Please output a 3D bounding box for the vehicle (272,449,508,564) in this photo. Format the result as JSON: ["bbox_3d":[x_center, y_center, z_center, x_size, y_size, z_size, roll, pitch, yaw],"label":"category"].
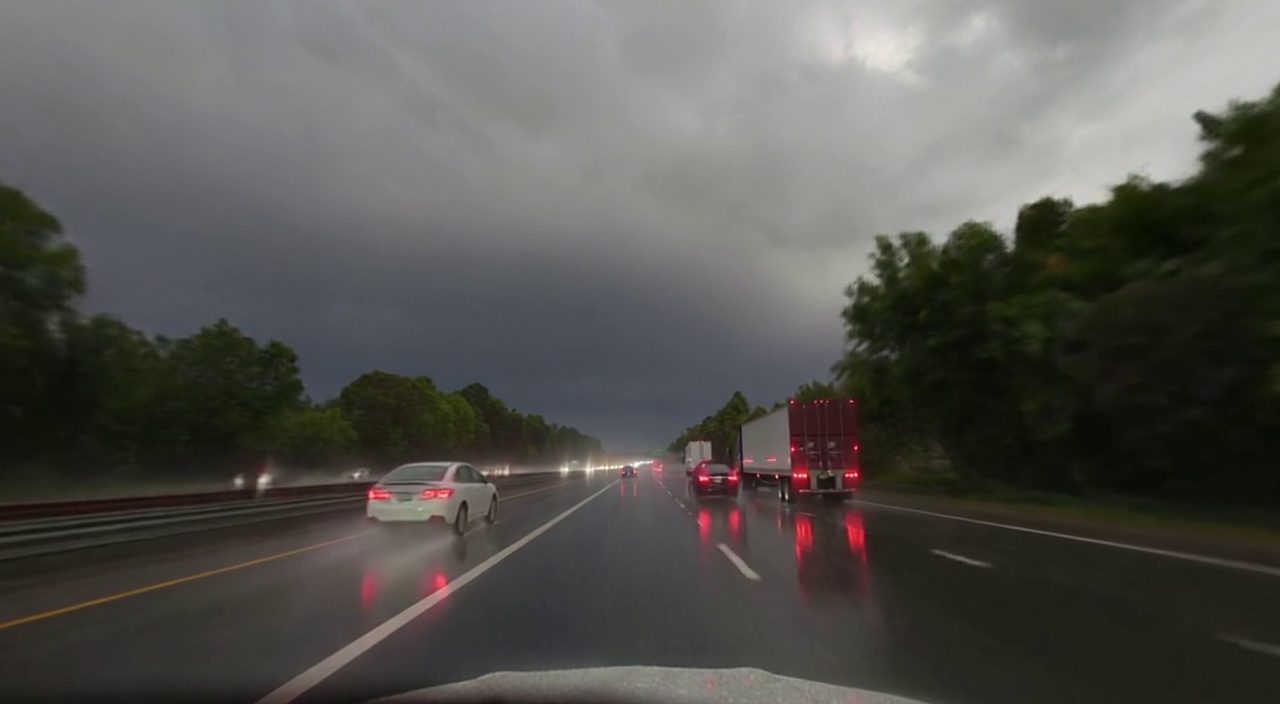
[{"bbox_3d":[-3.852,2.493,10.809,2.065,1.485,4.682,1,-10,1],"label":"vehicle"}]

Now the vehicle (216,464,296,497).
[{"bbox_3d":[-19.209,6.436,31.621,1.738,1.489,3.511,1,-10,0],"label":"vehicle"}]

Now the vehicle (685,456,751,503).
[{"bbox_3d":[3.074,5.177,25.738,2.050,1.708,4.457,1,-10,-2],"label":"vehicle"}]

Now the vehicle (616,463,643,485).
[{"bbox_3d":[-0.787,9.561,49.368,2.025,1.547,4.150,1,-10,0],"label":"vehicle"}]

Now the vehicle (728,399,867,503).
[{"bbox_3d":[7.525,5.518,33.881,2.861,4.086,17.499,1,-10,0],"label":"vehicle"}]
